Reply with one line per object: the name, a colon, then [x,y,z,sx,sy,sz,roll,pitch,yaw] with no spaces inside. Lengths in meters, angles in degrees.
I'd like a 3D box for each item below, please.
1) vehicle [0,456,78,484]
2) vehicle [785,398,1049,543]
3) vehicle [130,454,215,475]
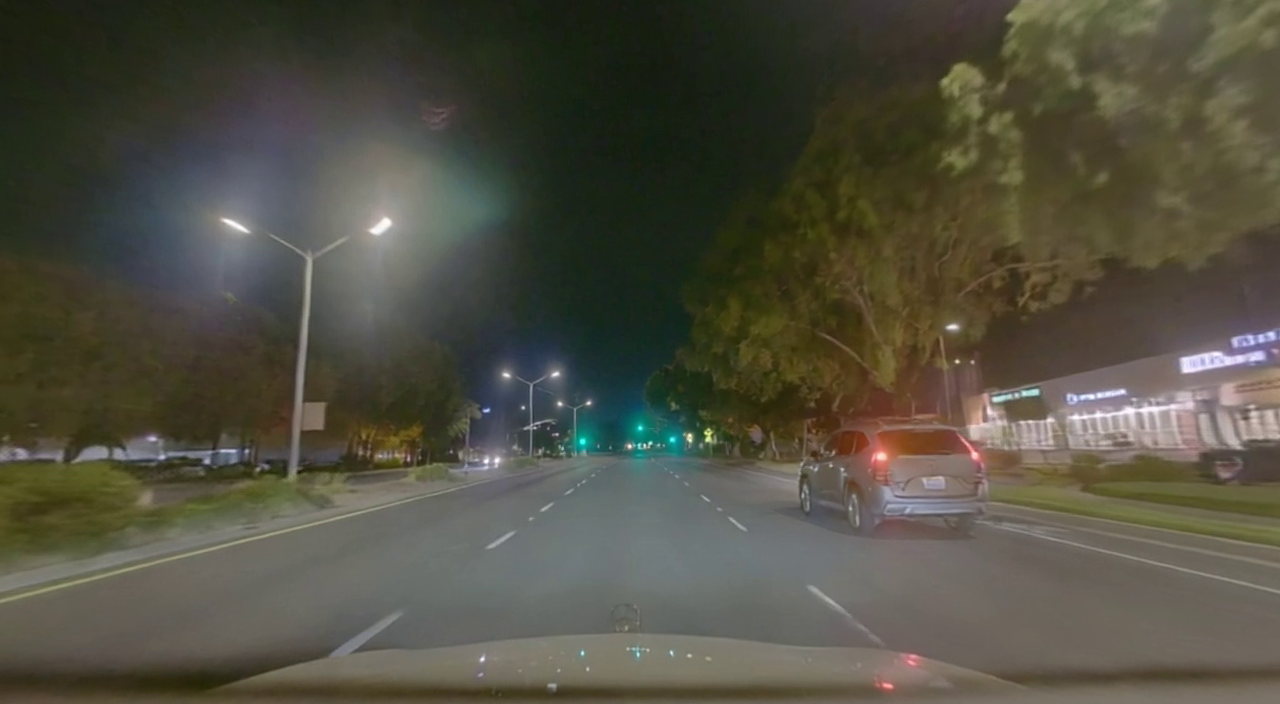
vehicle: [-33.002,6.281,33.637,4.463,1.411,1.779,-1,-8,2]
vehicle: [4.377,1.989,11.227,2.185,1.956,5.128,0,-8,-2]
vehicle: [-32.878,7.892,44.484,4.635,1.422,1.725,-1,-8,3]
